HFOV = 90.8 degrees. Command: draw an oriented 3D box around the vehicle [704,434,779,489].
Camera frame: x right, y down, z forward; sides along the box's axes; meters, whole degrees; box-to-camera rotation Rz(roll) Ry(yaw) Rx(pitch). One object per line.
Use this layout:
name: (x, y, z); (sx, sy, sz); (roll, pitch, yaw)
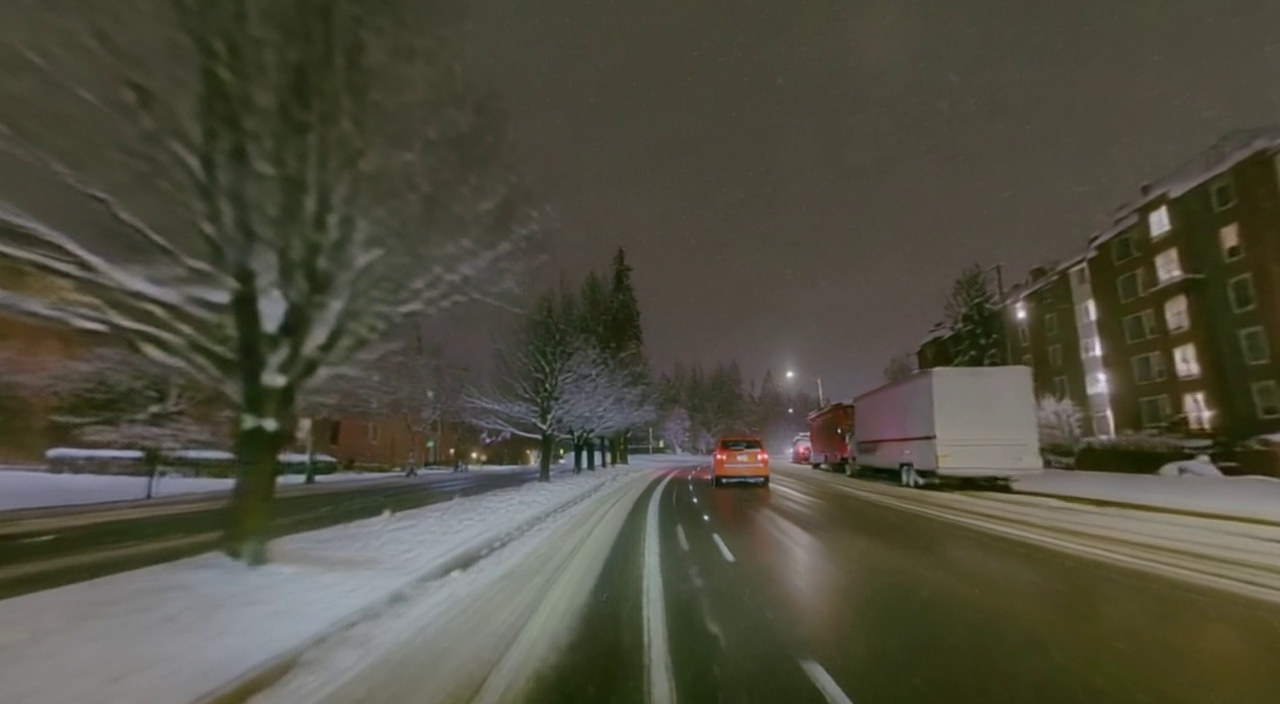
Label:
vehicle: (3.655, 4.041, 23.629); (2.215, 1.812, 4.569); (0, -9, 2)

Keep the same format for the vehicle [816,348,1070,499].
vehicle: (10.882, 3.340, 26.683); (2.887, 4.158, 18.418); (-1, -9, 4)
